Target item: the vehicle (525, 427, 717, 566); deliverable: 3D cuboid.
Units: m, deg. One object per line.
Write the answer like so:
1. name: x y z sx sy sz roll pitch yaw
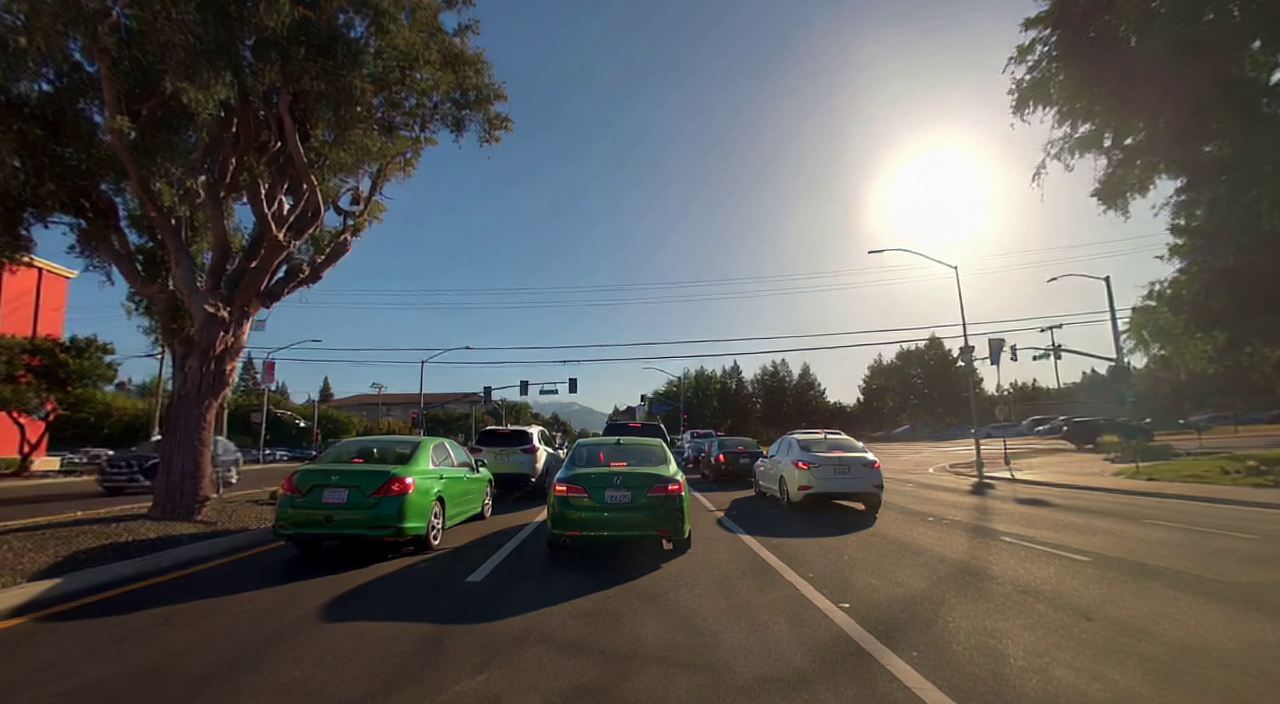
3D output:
1. vehicle: -0.209 1.823 8.703 2.041 1.450 3.847 0 -8 0

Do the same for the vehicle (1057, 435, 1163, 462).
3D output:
1. vehicle: 30.808 6.348 41.634 5.265 1.702 1.930 -5 -9 28

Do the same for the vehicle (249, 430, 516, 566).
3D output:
1. vehicle: -3.201 1.883 8.948 1.917 1.441 4.128 -1 -8 2

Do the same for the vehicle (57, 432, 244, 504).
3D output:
1. vehicle: -13.302 3.148 17.634 2.082 1.704 4.488 1 -8 -8

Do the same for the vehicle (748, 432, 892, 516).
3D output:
1. vehicle: 3.553 2.462 13.262 1.880 1.476 3.932 0 -8 1
